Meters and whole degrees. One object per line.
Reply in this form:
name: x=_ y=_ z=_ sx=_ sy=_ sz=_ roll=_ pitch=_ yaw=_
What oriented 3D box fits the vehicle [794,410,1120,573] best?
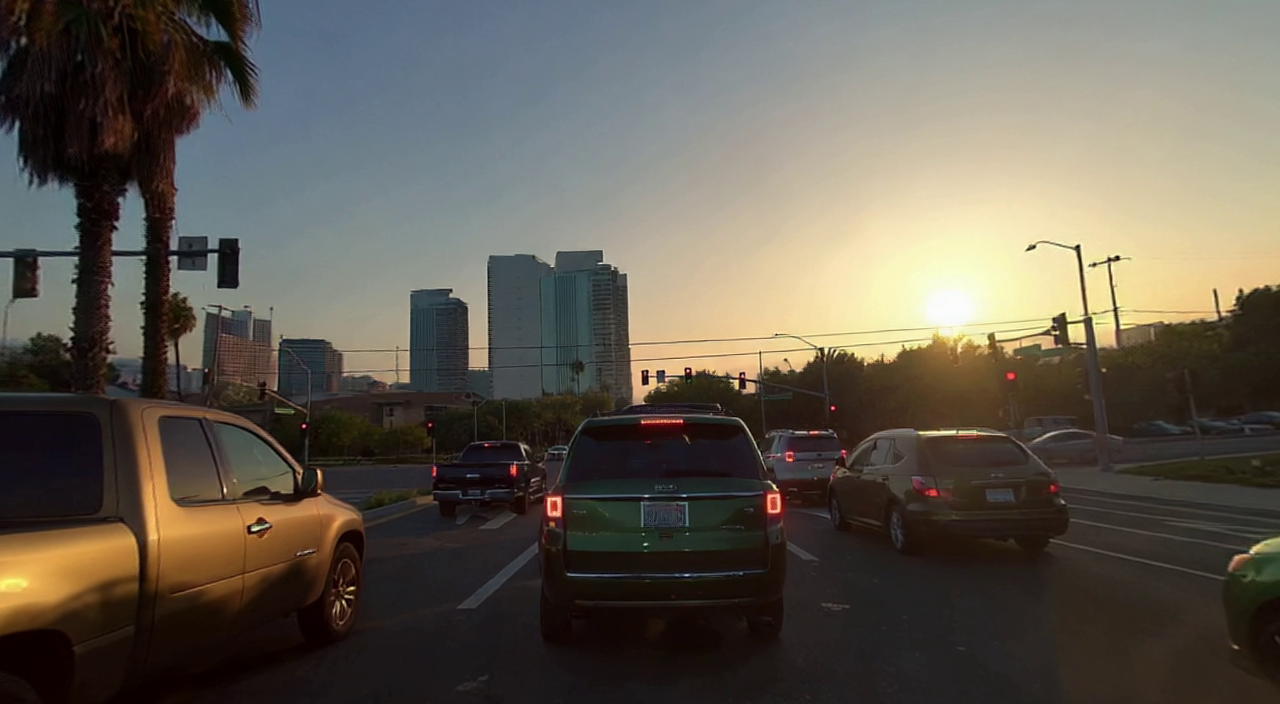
vehicle: x=3.995 y=1.863 z=9.282 sx=2.072 sy=1.704 sz=5.170 roll=0 pitch=-8 yaw=-1

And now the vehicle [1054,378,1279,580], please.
vehicle: x=7.310 y=1.269 z=6.348 sx=2.337 sy=1.925 sz=5.728 roll=0 pitch=-8 yaw=0

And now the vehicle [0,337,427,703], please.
vehicle: x=-3.174 y=1.089 z=3.891 sx=2.171 sy=1.702 sz=4.416 roll=0 pitch=-9 yaw=0

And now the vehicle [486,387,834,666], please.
vehicle: x=0.149 y=1.373 z=5.999 sx=2.123 sy=1.704 sz=4.128 roll=0 pitch=-8 yaw=1
